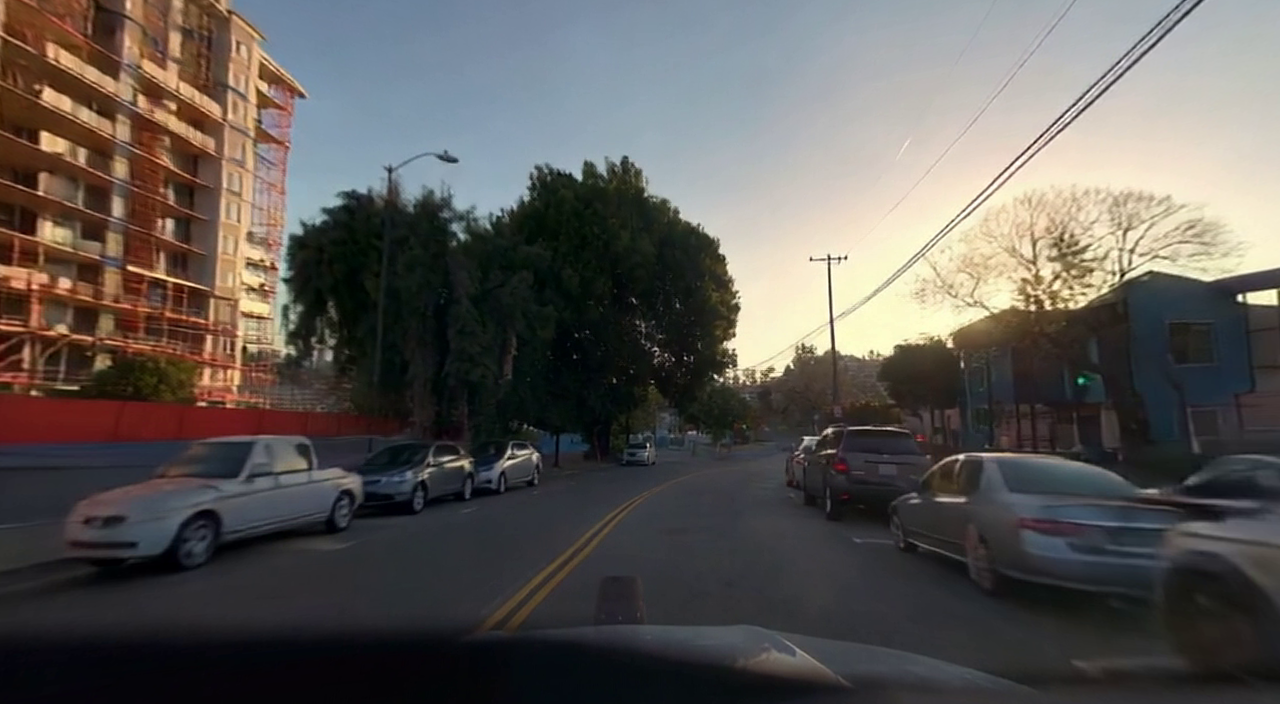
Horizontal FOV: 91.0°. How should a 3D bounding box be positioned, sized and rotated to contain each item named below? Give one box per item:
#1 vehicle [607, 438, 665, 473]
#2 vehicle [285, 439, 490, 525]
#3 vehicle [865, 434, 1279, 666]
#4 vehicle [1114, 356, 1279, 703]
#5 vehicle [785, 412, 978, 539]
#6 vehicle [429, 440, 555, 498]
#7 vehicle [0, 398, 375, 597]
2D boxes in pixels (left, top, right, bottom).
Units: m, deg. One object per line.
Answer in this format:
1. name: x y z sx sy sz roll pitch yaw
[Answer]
1. vehicle: -0.144 6.031 36.795 1.953 1.871 4.712 -3 -9 18
2. vehicle: -5.200 2.737 13.936 2.020 1.519 4.944 -1 -9 7
3. vehicle: 4.199 1.749 6.959 1.976 1.560 5.158 -1 -9 5
4. vehicle: 3.797 0.695 1.265 2.084 1.804 4.882 -1 -9 4
5. vehicle: 4.530 2.407 12.955 2.184 2.035 5.422 -1 -9 5
6. vehicle: -4.408 3.569 19.636 1.966 1.568 4.705 -2 -9 12
7. vehicle: -5.821 1.759 8.556 1.976 1.886 4.831 -1 -9 5
